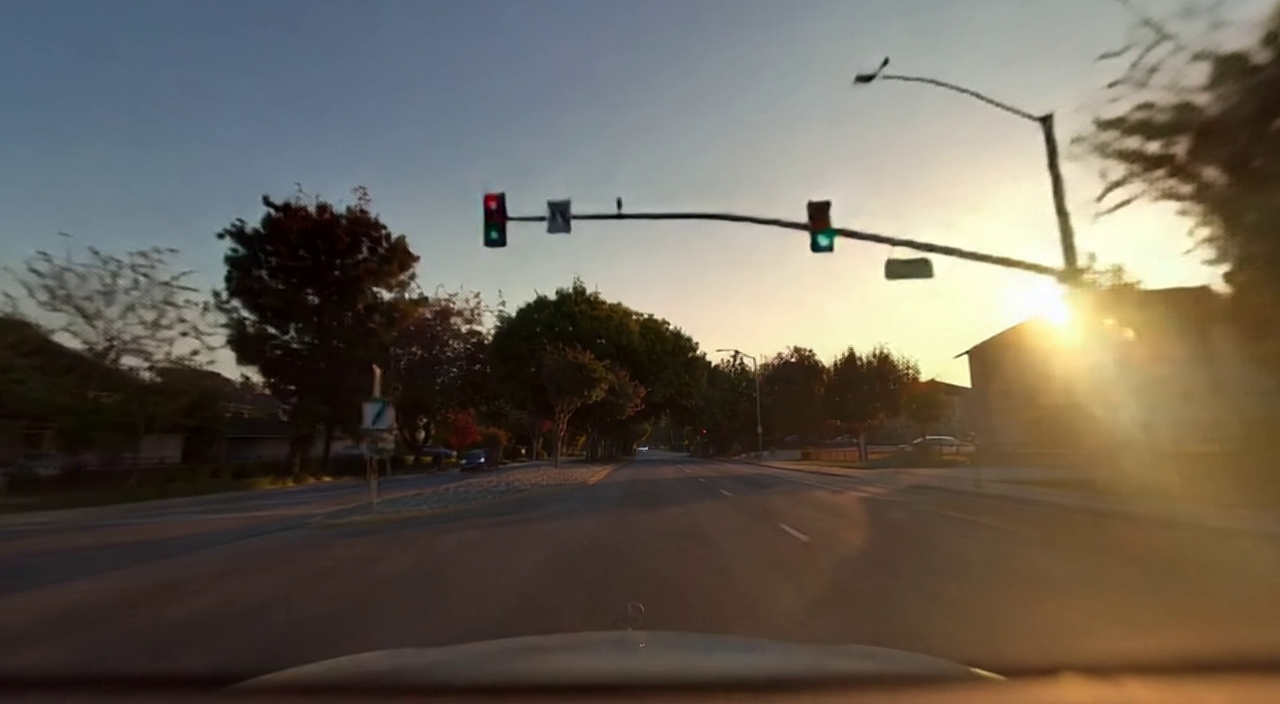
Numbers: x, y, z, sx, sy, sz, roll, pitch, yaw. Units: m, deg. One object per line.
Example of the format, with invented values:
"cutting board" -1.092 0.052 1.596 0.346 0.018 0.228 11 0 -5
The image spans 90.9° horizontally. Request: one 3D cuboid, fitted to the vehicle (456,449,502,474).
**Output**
"vehicle" -11.880 8.123 46.966 2.010 1.733 4.868 0 -9 2
